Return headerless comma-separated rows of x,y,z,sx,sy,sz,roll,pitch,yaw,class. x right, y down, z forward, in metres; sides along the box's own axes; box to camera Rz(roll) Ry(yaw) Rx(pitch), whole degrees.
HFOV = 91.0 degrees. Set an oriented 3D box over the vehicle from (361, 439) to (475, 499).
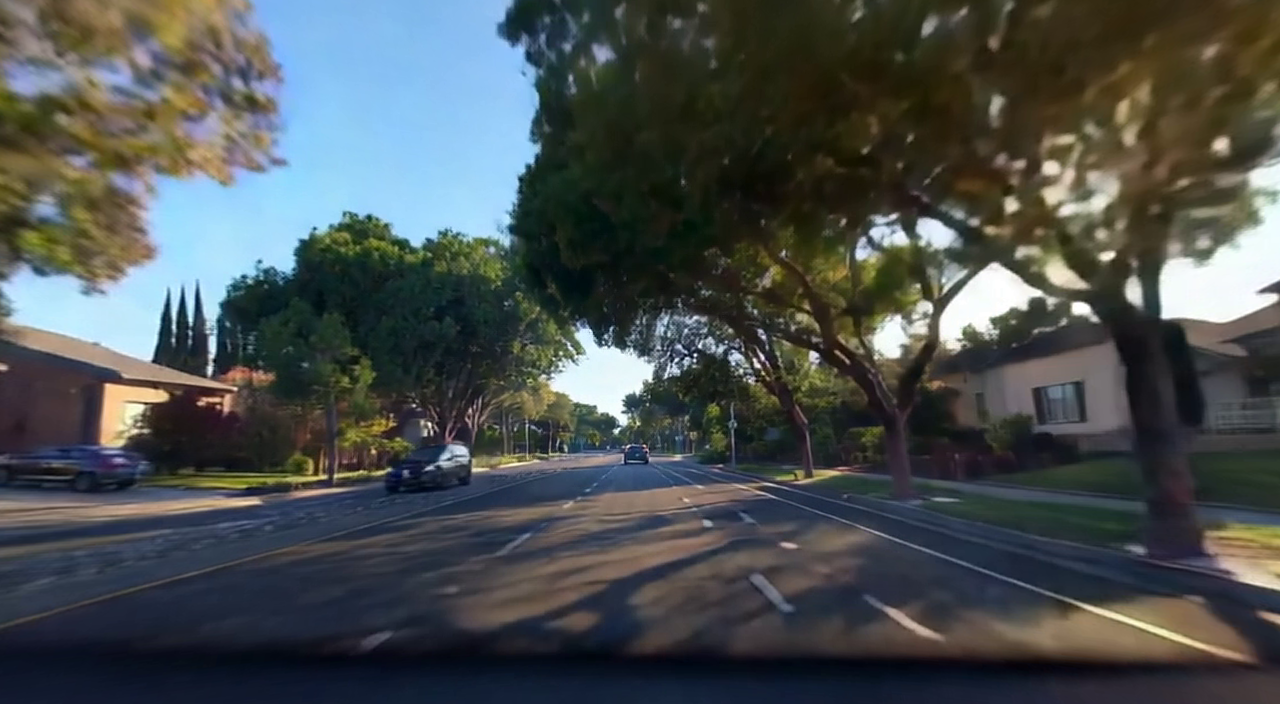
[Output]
-7.178,3.804,20.892,2.165,1.785,4.222,0,-9,1,vehicle
